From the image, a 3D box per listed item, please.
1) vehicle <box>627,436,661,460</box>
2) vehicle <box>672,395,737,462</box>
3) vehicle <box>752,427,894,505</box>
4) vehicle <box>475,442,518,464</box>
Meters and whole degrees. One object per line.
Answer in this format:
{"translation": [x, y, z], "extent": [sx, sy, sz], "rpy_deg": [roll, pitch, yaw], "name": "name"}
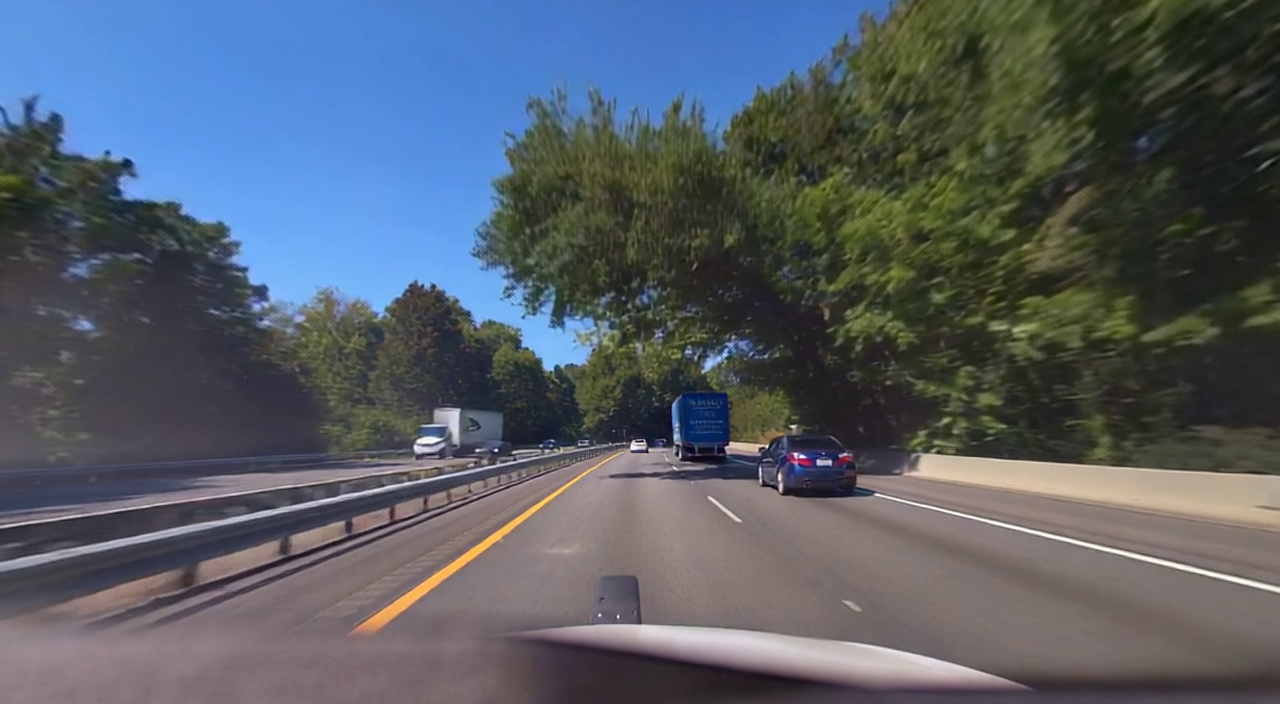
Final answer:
{"translation": [0.293, 6.503, 42.966], "extent": [2.209, 1.499, 4.144], "rpy_deg": [0, -8, 0], "name": "vehicle"}
{"translation": [4.248, 5.543, 44.958], "extent": [3.171, 4.072, 13.784], "rpy_deg": [0, -8, 0], "name": "vehicle"}
{"translation": [4.159, 2.640, 15.158], "extent": [2.028, 1.573, 4.207], "rpy_deg": [0, -8, -2], "name": "vehicle"}
{"translation": [-10.264, 7.258, 45.375], "extent": [2.010, 1.426, 4.364], "rpy_deg": [0, -8, 1], "name": "vehicle"}
